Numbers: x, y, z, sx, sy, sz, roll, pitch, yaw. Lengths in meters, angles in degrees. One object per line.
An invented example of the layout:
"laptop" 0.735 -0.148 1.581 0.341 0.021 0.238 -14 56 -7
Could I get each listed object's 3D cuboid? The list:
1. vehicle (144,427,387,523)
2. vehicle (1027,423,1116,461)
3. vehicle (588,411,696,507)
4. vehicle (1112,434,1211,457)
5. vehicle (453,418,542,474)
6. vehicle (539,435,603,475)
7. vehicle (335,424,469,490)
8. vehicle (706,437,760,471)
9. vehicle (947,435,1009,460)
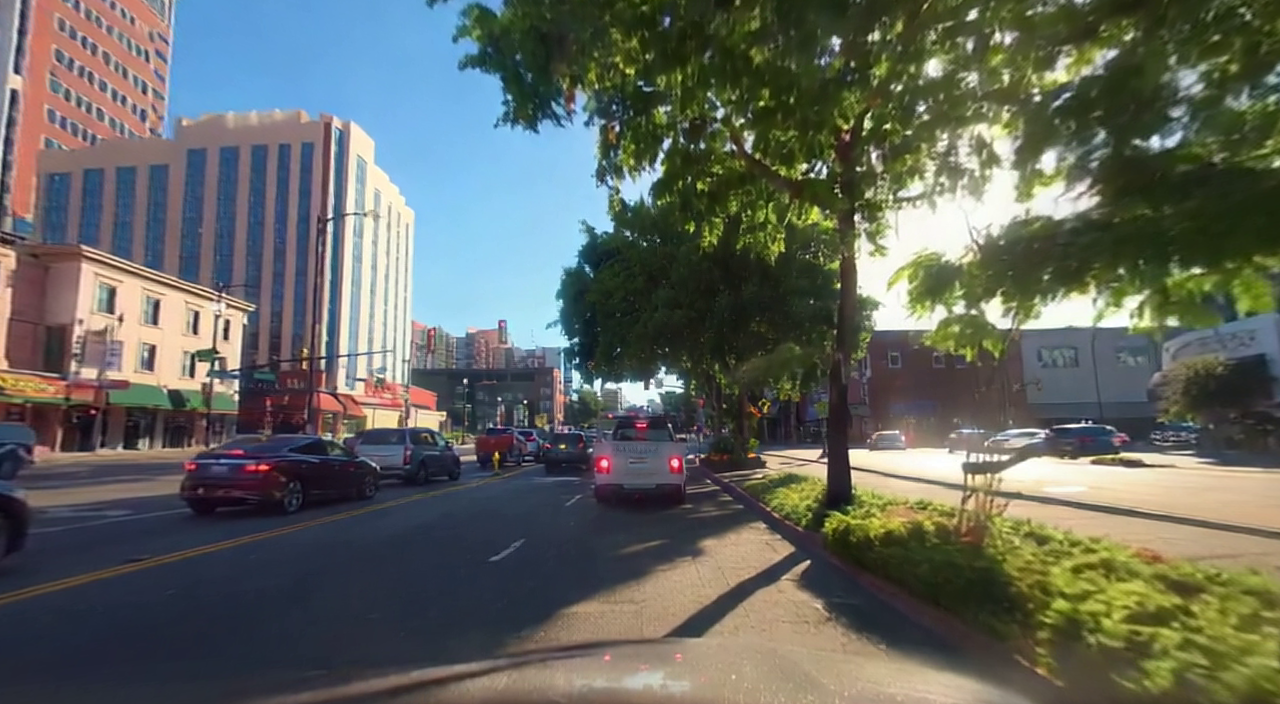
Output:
"vehicle" -6.662 2.215 11.925 1.831 1.451 4.382 0 -8 1
"vehicle" 20.198 4.203 29.467 4.156 1.622 1.924 6 -10 -34
"vehicle" 0.065 2.372 14.274 2.064 1.817 4.298 0 -8 1
"vehicle" 30.440 5.475 36.867 4.176 1.313 1.719 0 -8 3
"vehicle" -5.802 3.933 26.364 2.496 2.112 4.351 0 -8 3
"vehicle" -2.674 4.136 25.423 1.894 1.461 4.080 0 -8 3
"vehicle" -6.633 2.979 18.201 1.941 1.655 4.503 0 -8 2
"vehicle" 4.222 4.702 29.308 2.023 1.441 4.240 0 -8 2
"vehicle" 21.251 5.990 39.585 3.836 1.443 1.694 5 -10 -33
